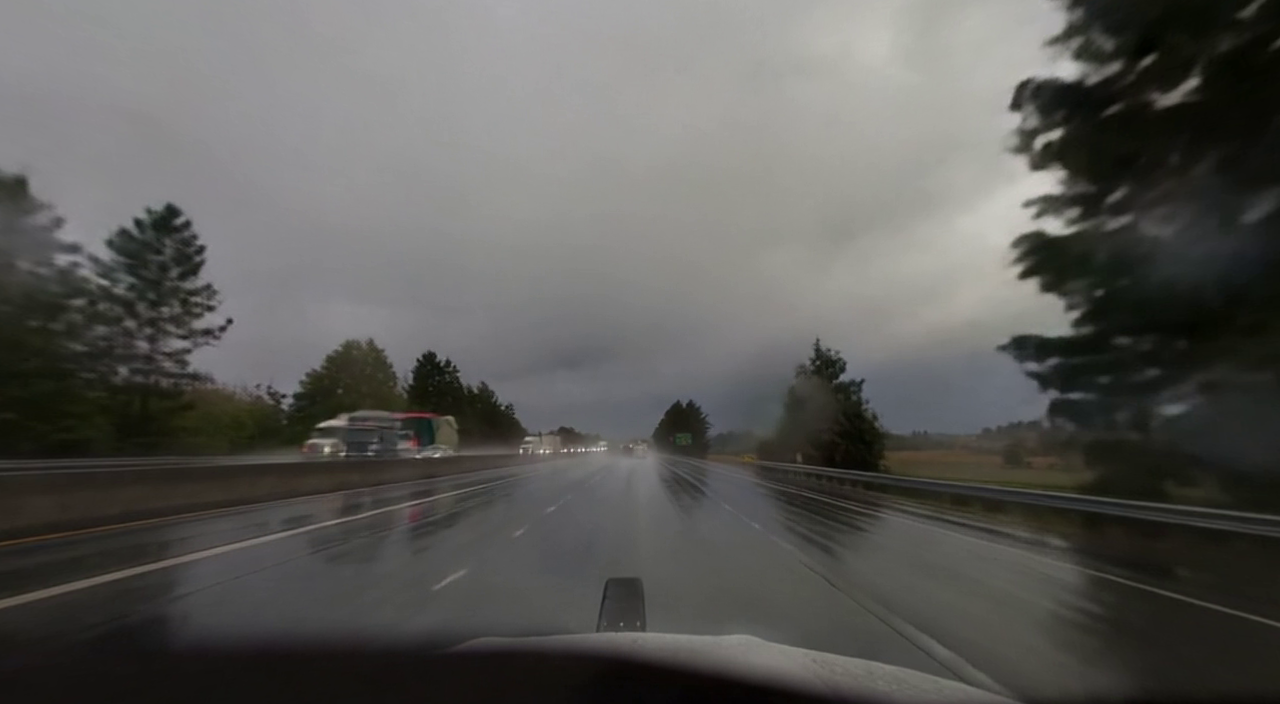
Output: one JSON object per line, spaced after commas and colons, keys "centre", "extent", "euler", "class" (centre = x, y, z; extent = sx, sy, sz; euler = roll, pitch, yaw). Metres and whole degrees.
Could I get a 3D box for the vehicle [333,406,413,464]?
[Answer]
{"centre": [-18.863, 5.962, 44.998], "extent": [3.001, 3.871, 5.872], "euler": [0, -9, 0], "class": "vehicle"}
